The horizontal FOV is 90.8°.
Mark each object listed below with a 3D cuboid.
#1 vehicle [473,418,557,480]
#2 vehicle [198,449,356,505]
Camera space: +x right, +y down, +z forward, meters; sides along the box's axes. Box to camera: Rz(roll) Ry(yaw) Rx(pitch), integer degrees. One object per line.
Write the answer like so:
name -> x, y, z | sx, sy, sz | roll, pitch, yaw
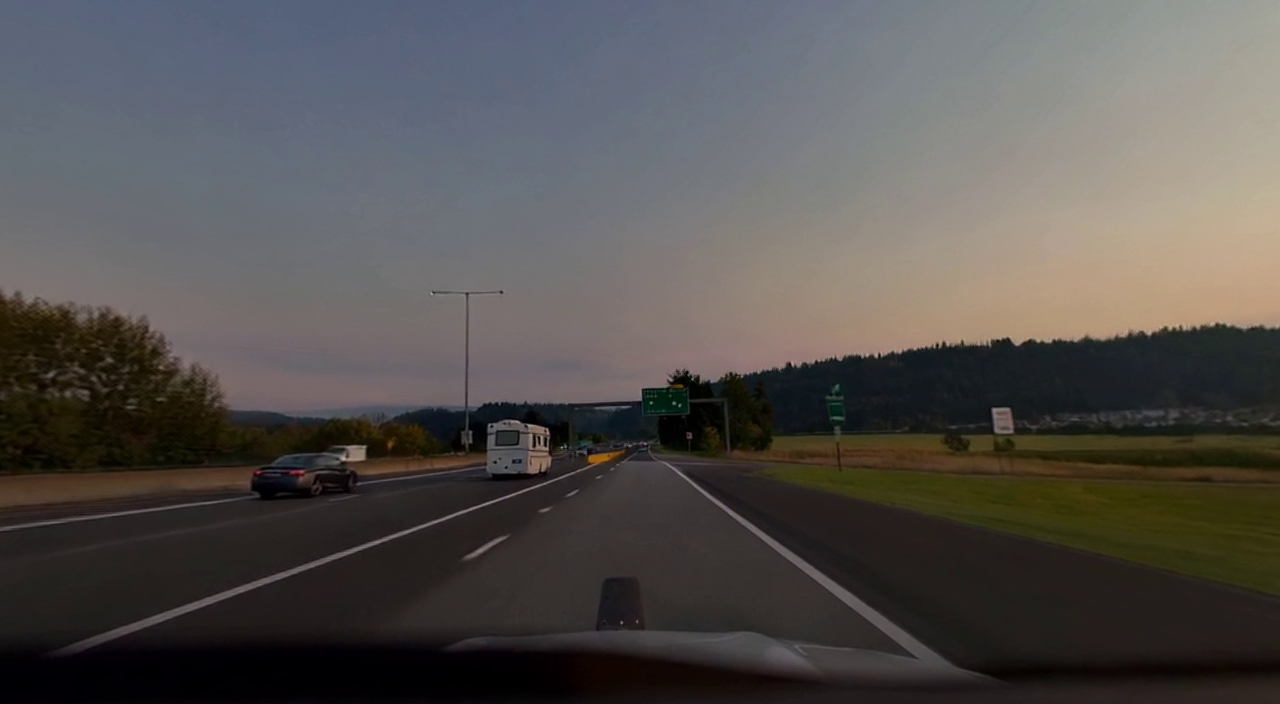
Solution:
vehicle -> -6.434, 5.187, 33.777 | 2.747, 2.934, 7.411 | 0, -9, 2
vehicle -> -10.606, 3.647, 18.936 | 1.922, 1.448, 4.638 | 0, -9, 1
